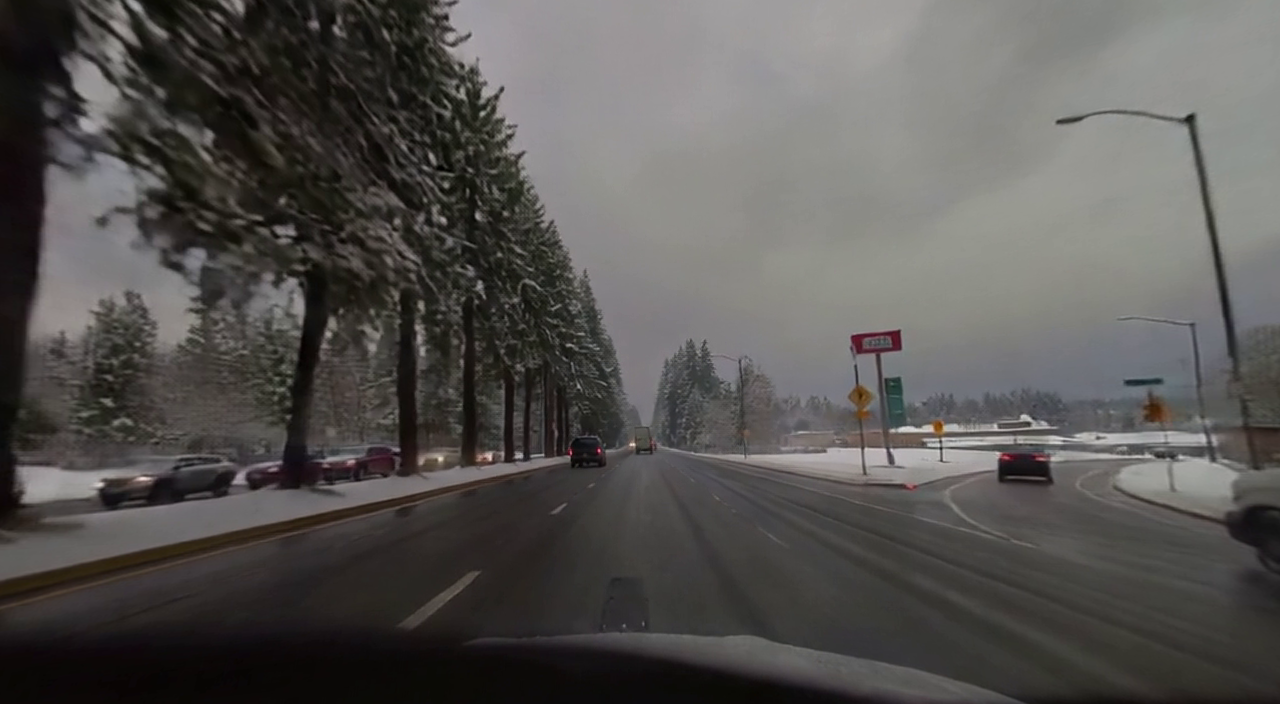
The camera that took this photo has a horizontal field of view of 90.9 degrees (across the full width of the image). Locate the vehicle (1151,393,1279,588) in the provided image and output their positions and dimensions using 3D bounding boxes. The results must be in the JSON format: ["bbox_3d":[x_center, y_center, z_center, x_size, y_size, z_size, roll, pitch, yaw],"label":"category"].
[{"bbox_3d":[7.631,1.276,5.424,2.381,2.008,5.971,-2,-9,11],"label":"vehicle"}]

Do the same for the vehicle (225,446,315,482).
[{"bbox_3d":[-19.945,6.060,34.258,2.036,1.770,4.623,1,-10,0],"label":"vehicle"}]

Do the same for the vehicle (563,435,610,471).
[{"bbox_3d":[-3.072,5.941,37.264,2.255,1.940,4.822,0,-8,1],"label":"vehicle"}]

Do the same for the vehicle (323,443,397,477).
[{"bbox_3d":[-16.129,6.213,36.616,2.182,1.790,4.713,0,-8,0],"label":"vehicle"}]

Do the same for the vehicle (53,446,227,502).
[{"bbox_3d":[-16.587,4.015,21.300,2.042,1.654,4.603,0,-9,1],"label":"vehicle"}]

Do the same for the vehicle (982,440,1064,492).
[{"bbox_3d":[14.406,4.241,23.965,2.280,1.757,4.572,-5,-10,28],"label":"vehicle"}]
